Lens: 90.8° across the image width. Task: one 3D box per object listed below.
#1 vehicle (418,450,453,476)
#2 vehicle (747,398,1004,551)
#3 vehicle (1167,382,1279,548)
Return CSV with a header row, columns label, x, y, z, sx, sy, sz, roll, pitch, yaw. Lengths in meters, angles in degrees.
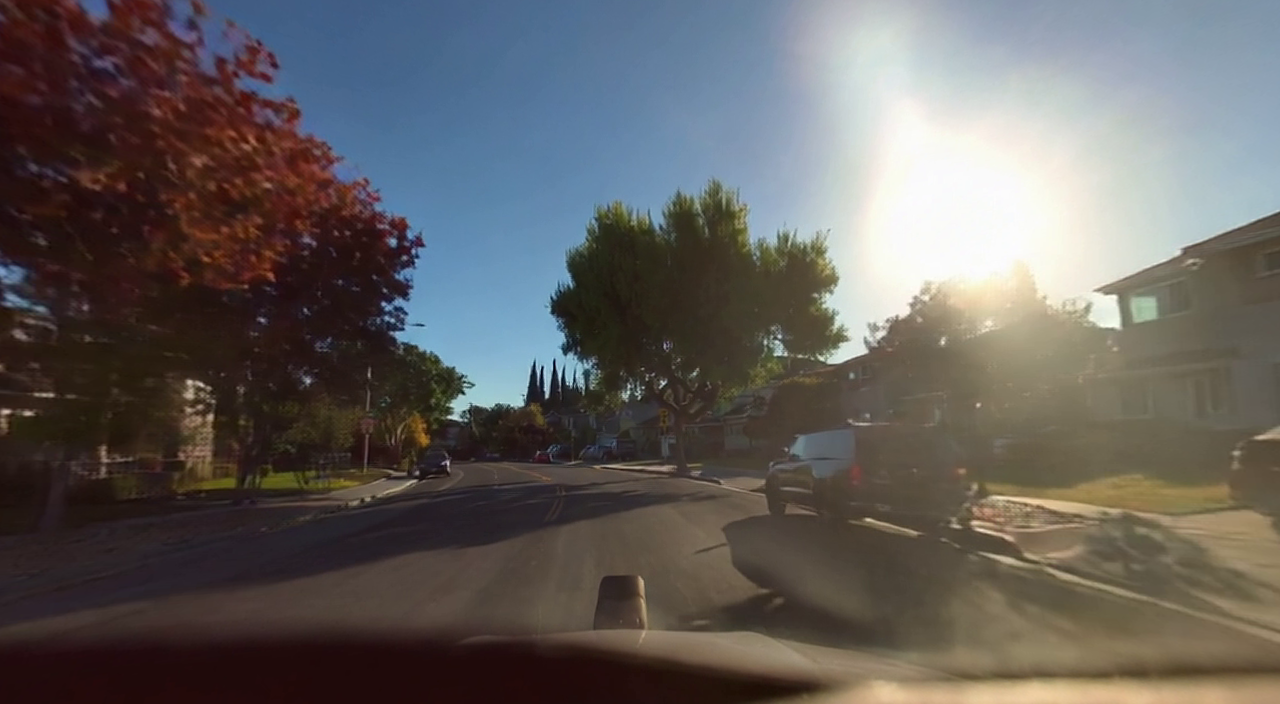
label,x,y,z,sx,sy,sz,roll,pitch,yaw
vehicle,-12.656,6.826,39.109,1.902,1.434,4.313,2,-8,-17
vehicle,3.492,1.912,10.657,2.214,1.962,4.733,0,-8,-4
vehicle,9.547,1.066,7.263,4.934,1.763,2.191,-6,-5,-2
